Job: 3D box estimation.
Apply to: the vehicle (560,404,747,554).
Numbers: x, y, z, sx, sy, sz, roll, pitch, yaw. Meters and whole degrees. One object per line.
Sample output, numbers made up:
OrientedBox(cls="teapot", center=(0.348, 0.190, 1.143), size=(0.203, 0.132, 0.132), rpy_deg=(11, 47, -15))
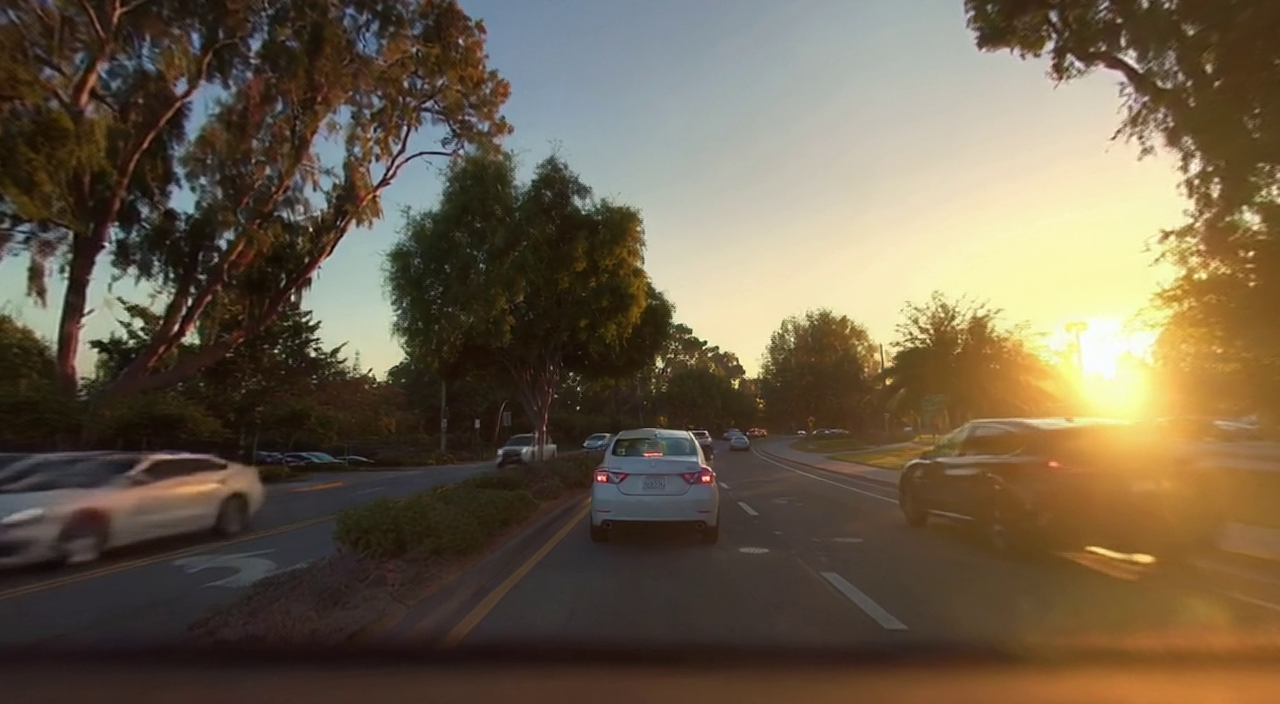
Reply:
OrientedBox(cls="vehicle", center=(0.197, 1.773, 9.434), size=(2.154, 1.710, 4.128), rpy_deg=(-1, -8, 1))

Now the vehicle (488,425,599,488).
OrientedBox(cls="vehicle", center=(-2.941, 3.340, 20.467), size=(2.057, 1.786, 4.725), rpy_deg=(-2, -8, 11))

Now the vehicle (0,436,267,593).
OrientedBox(cls="vehicle", center=(-7.036, 1.815, 7.789), size=(1.923, 1.492, 4.577), rpy_deg=(-1, -8, 2))

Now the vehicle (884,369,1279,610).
OrientedBox(cls="vehicle", center=(4.771, 1.429, 7.430), size=(2.059, 1.864, 4.700), rpy_deg=(2, -8, 2))
